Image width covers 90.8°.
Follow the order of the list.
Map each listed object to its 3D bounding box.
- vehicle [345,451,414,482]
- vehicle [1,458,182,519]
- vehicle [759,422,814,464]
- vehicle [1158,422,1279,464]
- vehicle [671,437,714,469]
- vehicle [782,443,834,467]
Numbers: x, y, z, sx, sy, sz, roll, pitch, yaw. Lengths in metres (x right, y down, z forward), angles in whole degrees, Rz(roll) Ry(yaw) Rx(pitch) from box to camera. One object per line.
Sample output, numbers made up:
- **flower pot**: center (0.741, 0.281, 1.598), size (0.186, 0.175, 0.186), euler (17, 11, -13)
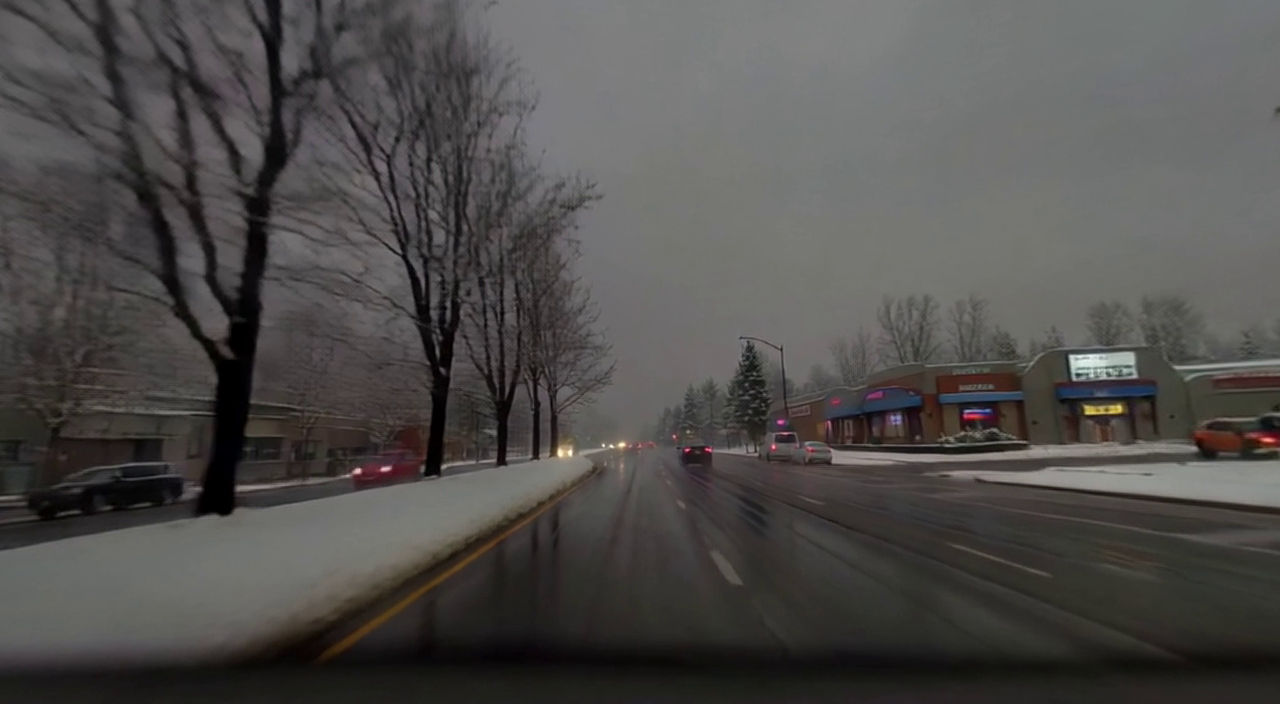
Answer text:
- **vehicle**: center (-13.895, 6.113, 33.998), size (1.875, 1.493, 4.355), euler (0, -9, -1)
- **vehicle**: center (-17.998, 4.449, 21.121), size (2.045, 1.727, 4.503), euler (0, -9, -1)
- **vehicle**: center (10.317, 6.516, 45.015), size (2.507, 2.745, 5.779), euler (0, -9, 0)
- **vehicle**: center (23.967, 3.677, 25.494), size (1.843, 1.490, 4.282), euler (2, -9, -37)
- **vehicle**: center (2.854, 5.637, 35.307), size (1.957, 1.643, 4.226), euler (0, -9, -1)
- **vehicle**: center (10.341, 6.361, 39.218), size (1.857, 1.411, 4.859), euler (0, -9, 0)
